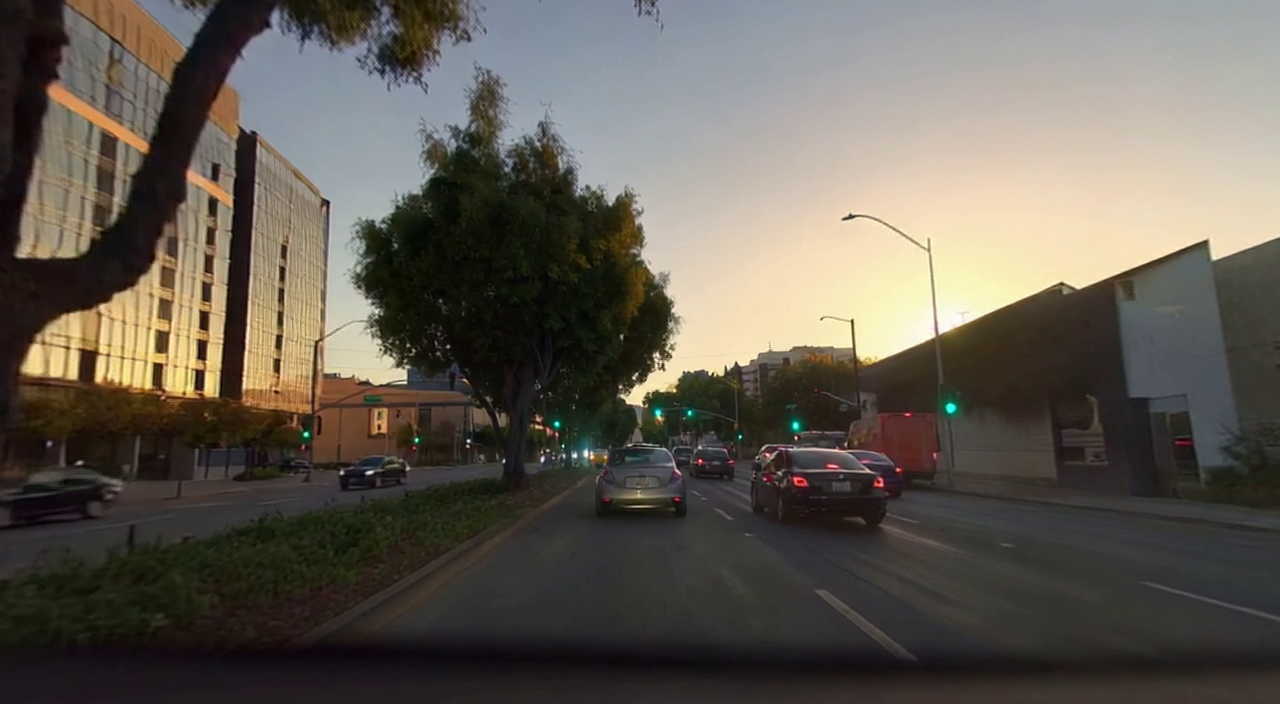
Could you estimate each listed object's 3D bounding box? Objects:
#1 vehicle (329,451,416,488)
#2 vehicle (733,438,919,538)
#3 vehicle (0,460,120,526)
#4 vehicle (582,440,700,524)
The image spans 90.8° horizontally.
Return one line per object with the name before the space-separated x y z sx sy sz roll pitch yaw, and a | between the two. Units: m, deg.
vehicle | -12.369 5.446 29.571 2.020 1.533 4.620 0 -8 0
vehicle | 3.147 2.383 11.841 1.995 1.483 4.533 0 -8 -2
vehicle | -16.304 3.619 16.447 1.864 1.489 4.346 0 -8 -1
vehicle | -0.032 2.618 13.393 2.105 1.474 4.127 0 -8 -1
